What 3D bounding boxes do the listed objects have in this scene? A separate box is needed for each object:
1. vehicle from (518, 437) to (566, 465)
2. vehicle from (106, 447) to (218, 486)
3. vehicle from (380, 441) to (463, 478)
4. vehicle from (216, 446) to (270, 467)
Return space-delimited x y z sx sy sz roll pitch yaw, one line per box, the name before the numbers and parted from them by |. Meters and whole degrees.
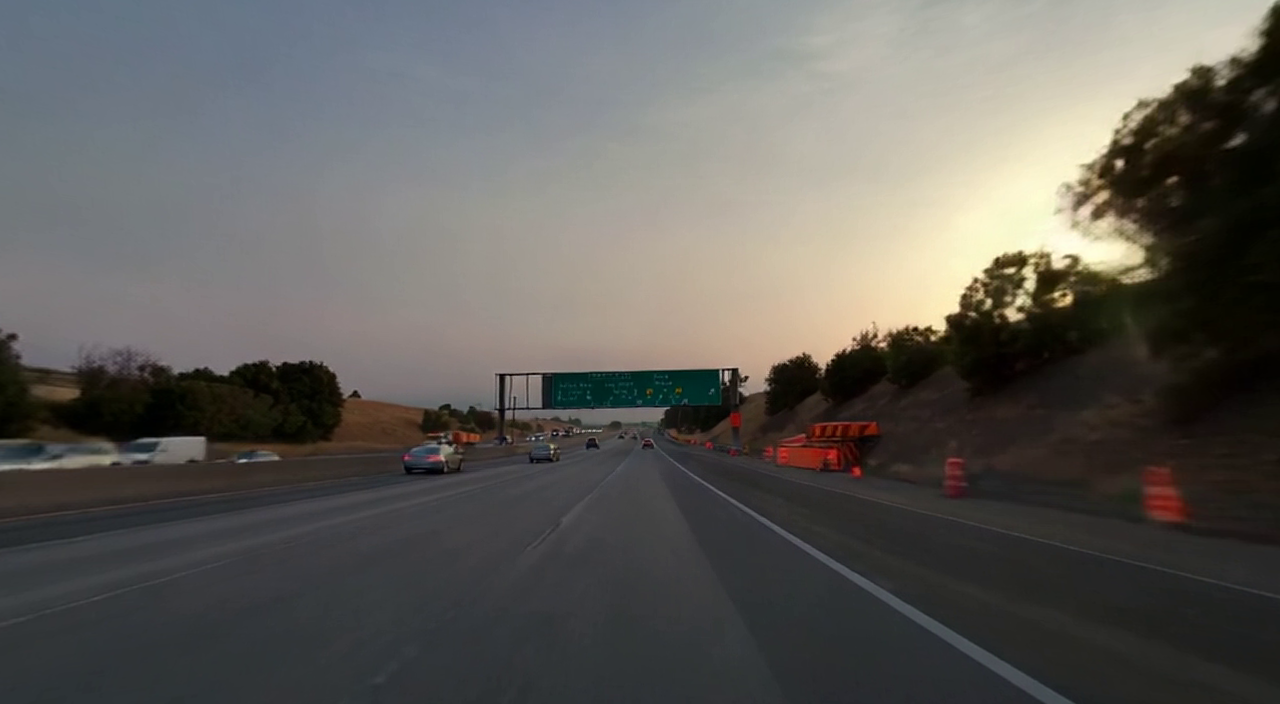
vehicle | -6.488 6.619 42.085 2.402 1.733 4.512 0 -9 1
vehicle | -19.164 4.564 25.453 1.601 1.423 3.606 0 -9 2
vehicle | -9.795 4.862 28.692 2.122 1.511 4.576 0 -9 0
vehicle | -30.207 7.934 47.990 1.674 1.475 3.691 0 -9 0
